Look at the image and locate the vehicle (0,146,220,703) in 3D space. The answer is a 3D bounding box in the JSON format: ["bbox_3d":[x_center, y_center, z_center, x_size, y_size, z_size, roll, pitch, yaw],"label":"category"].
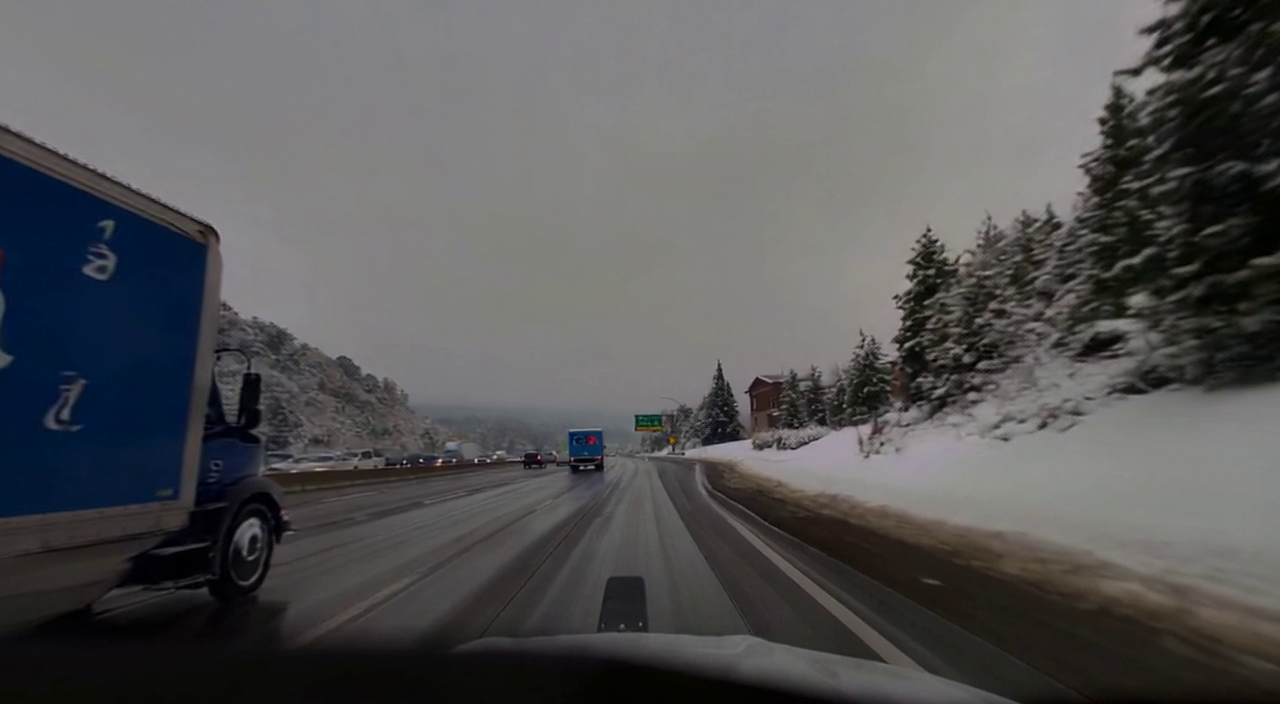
[{"bbox_3d":[-4.251,0.202,1.524,2.318,2.834,5.910,0,-9,0],"label":"vehicle"}]

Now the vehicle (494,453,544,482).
[{"bbox_3d":[-7.829,7.475,41.242,2.294,1.710,4.436,1,-9,1],"label":"vehicle"}]

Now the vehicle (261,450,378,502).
[{"bbox_3d":[-11.664,4.495,23.379,1.931,1.692,4.443,0,-9,1],"label":"vehicle"}]
